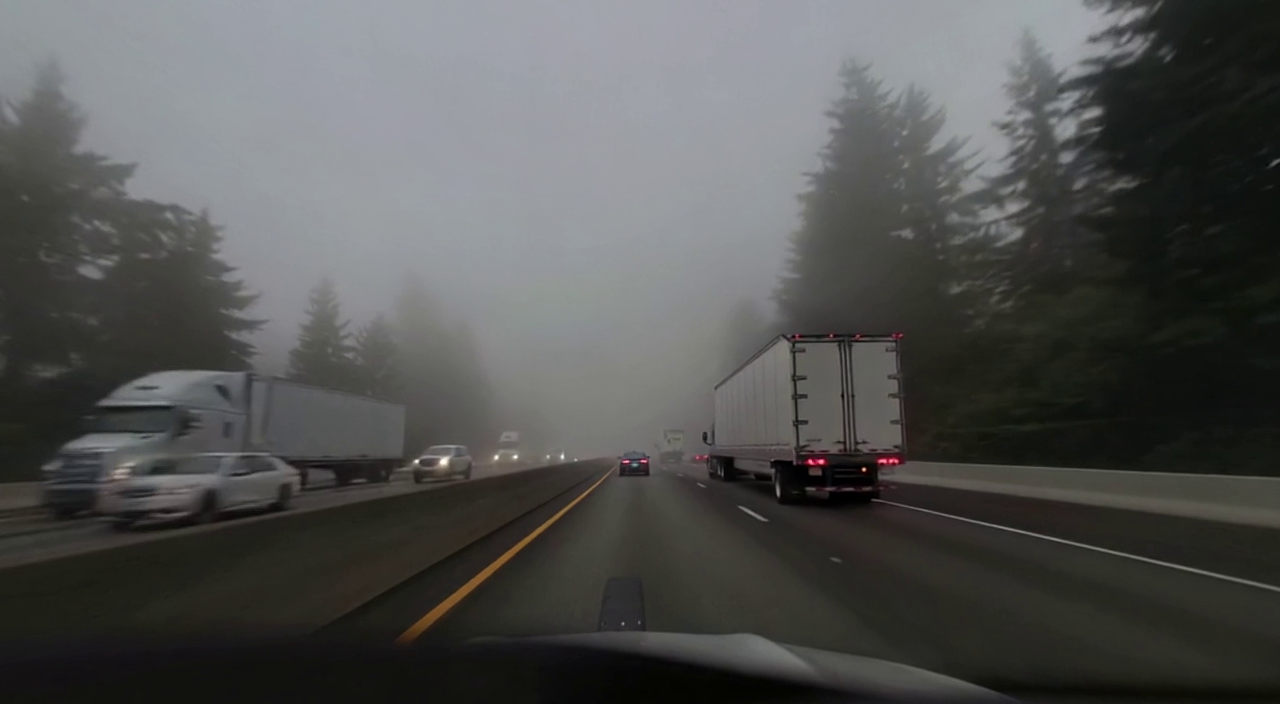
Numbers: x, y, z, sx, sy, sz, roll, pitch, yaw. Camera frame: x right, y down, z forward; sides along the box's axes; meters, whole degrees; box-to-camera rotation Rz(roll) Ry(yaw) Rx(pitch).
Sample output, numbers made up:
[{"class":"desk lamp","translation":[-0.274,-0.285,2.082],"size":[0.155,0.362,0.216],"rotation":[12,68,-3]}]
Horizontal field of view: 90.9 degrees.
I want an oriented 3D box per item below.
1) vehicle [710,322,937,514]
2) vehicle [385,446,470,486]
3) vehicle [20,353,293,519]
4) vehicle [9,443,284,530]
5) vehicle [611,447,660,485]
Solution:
[{"class":"vehicle","translation":[4.613,2.424,20.298],"size":[2.842,4.060,13.939],"rotation":[0,-9,-1]},{"class":"vehicle","translation":[-8.640,4.667,26.068],"size":[1.993,1.515,4.232],"rotation":[0,-9,1]},{"class":"vehicle","translation":[-13.204,2.440,18.093],"size":[2.977,3.962,5.832],"rotation":[0,-9,0]},{"class":"vehicle","translation":[-8.575,2.341,11.501],"size":[1.921,1.304,3.824],"rotation":[0,-9,0]},{"class":"vehicle","translation":[-0.184,4.769,26.597],"size":[1.939,1.495,3.612],"rotation":[0,-9,0]}]
